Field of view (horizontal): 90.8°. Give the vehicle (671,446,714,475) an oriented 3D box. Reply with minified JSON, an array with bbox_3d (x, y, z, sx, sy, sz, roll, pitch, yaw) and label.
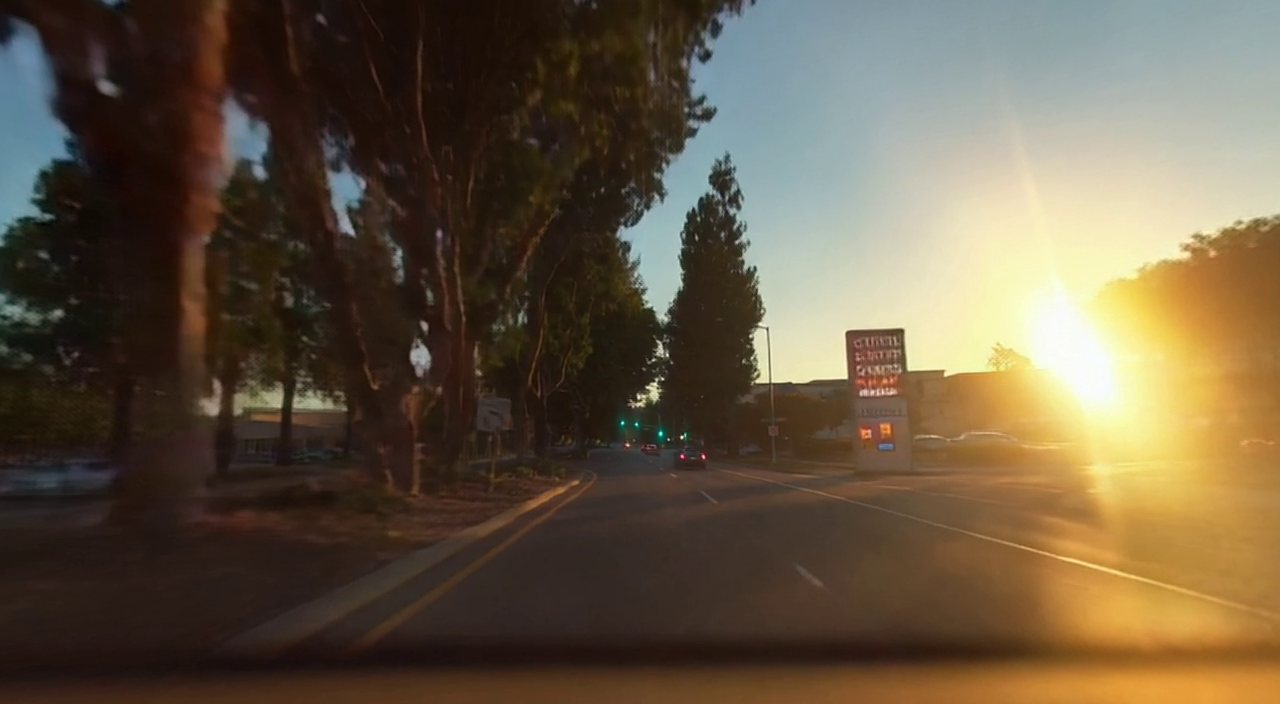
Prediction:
[{"bbox_3d":[2.980,6.240,36.710,1.961,1.580,4.020,0,-8,-3],"label":"vehicle"}]

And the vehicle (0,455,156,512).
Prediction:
[{"bbox_3d":[-18.323,4.157,20.440,1.827,1.546,4.506,0,-8,-2],"label":"vehicle"}]

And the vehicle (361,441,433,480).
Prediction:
[{"bbox_3d":[-11.769,5.248,30.921,1.953,1.761,4.702,1,-9,-5],"label":"vehicle"}]
